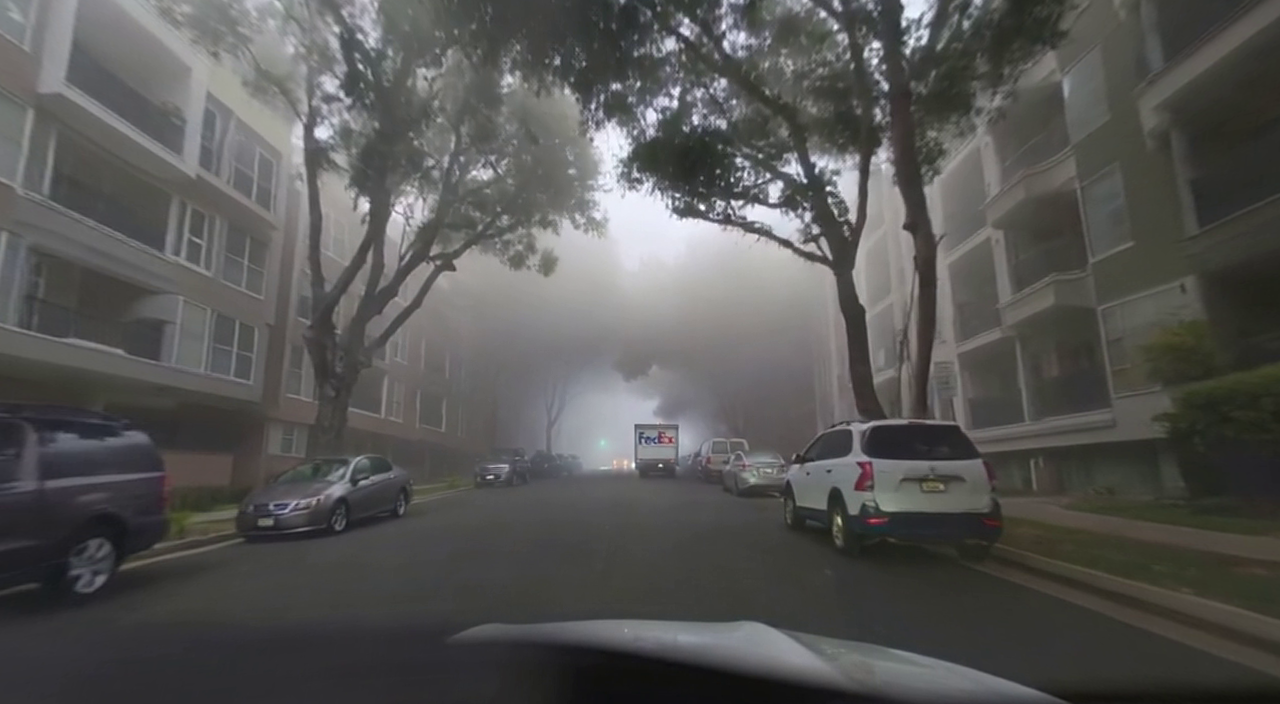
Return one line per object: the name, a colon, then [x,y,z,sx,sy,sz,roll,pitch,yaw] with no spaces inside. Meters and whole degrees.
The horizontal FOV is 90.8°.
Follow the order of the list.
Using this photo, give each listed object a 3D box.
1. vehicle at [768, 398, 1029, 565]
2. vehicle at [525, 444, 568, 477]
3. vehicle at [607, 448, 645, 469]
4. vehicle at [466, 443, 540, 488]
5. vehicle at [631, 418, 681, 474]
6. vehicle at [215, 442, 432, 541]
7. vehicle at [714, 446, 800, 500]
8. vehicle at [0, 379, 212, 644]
vehicle: [3.616,1.887,9.887,2.099,2.018,4.087,0,-8,-4]
vehicle: [-5.580,6.503,38.191,2.020,1.867,4.654,0,-8,-1]
vehicle: [-1.029,8.299,49.332,1.981,1.500,3.992,-2,-9,14]
vehicle: [-5.722,4.775,26.974,2.089,1.757,4.256,0,-8,2]
vehicle: [0.898,6.189,41.671,2.930,3.275,8.180,0,-8,-1]
vehicle: [-5.756,2.547,12.245,1.888,1.546,4.306,0,-8,1]
vehicle: [3.547,3.718,19.922,1.877,1.500,4.407,0,-8,0]
vehicle: [-5.672,1.133,4.430,2.098,1.894,4.616,0,-8,-1]
